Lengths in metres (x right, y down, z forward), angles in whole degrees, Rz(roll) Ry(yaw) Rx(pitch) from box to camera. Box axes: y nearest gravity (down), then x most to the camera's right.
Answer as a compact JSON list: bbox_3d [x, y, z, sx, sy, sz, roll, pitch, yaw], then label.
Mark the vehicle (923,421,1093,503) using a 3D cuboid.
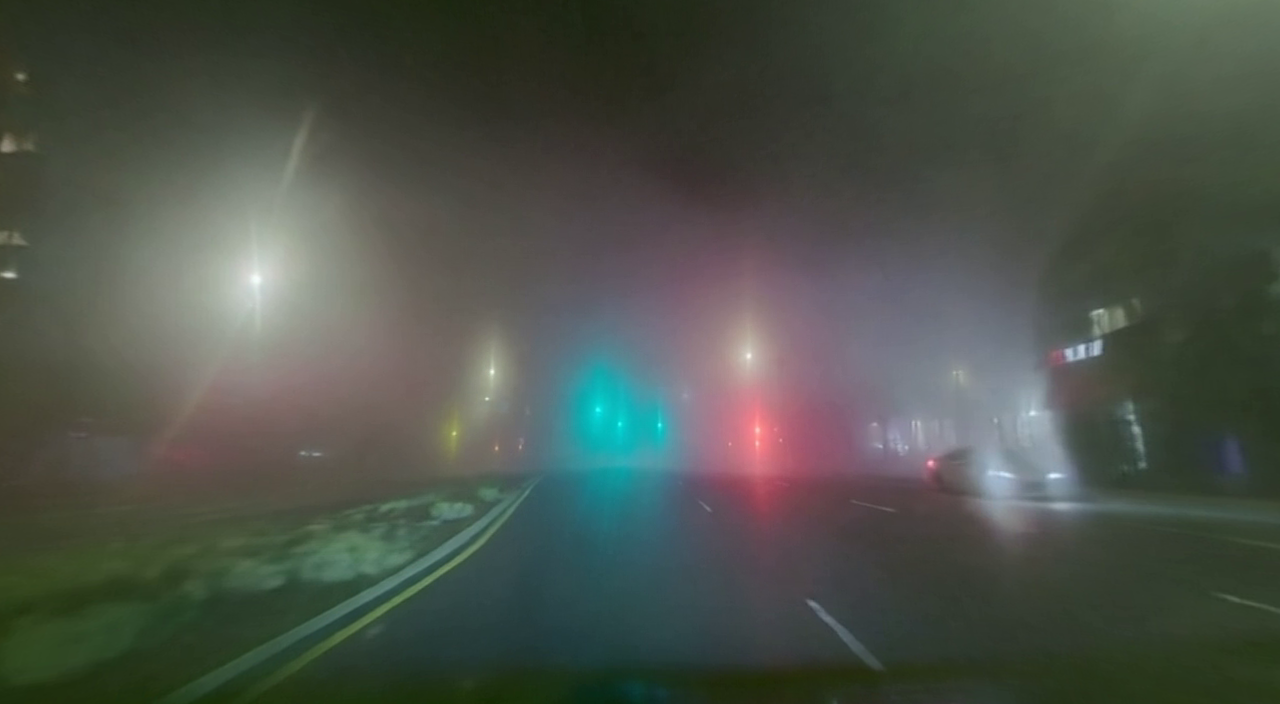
[{"bbox_3d":[10.039,3.052,17.800,2.101,1.957,4.718,0,-9,3],"label":"vehicle"}]
